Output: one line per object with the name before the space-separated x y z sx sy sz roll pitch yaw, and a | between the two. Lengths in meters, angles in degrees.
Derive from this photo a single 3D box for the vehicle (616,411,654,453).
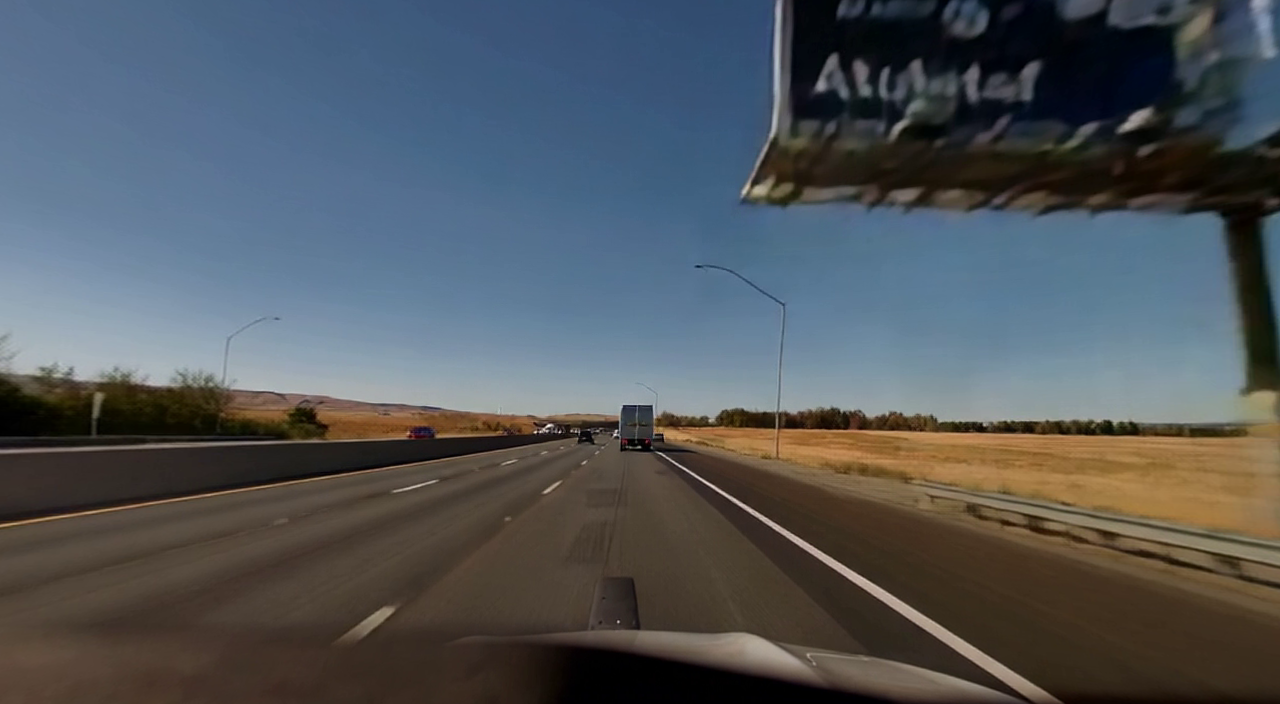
vehicle | -0.445 5.577 43.703 2.418 2.704 6.445 0 -8 -3
